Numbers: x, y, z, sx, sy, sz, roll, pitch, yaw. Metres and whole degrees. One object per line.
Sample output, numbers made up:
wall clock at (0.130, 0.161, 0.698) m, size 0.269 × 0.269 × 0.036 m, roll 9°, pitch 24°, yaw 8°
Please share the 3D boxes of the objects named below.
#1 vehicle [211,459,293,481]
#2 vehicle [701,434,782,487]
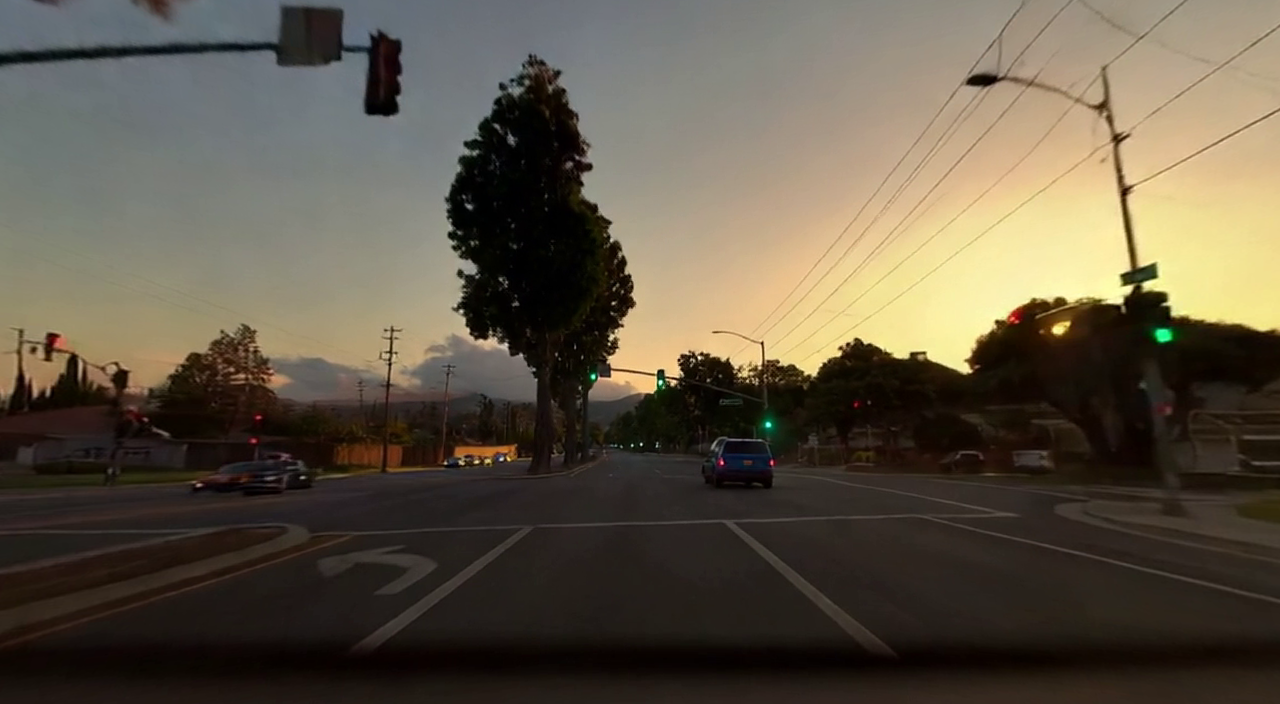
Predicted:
vehicle at (-27.763, 8.423, 45.193) m, size 4.673 × 1.465 × 1.853 m, roll 0°, pitch -8°, yaw -1°
vehicle at (3.710, 4.050, 23.918) m, size 2.240 × 1.781 × 4.433 m, roll 0°, pitch -8°, yaw -1°
